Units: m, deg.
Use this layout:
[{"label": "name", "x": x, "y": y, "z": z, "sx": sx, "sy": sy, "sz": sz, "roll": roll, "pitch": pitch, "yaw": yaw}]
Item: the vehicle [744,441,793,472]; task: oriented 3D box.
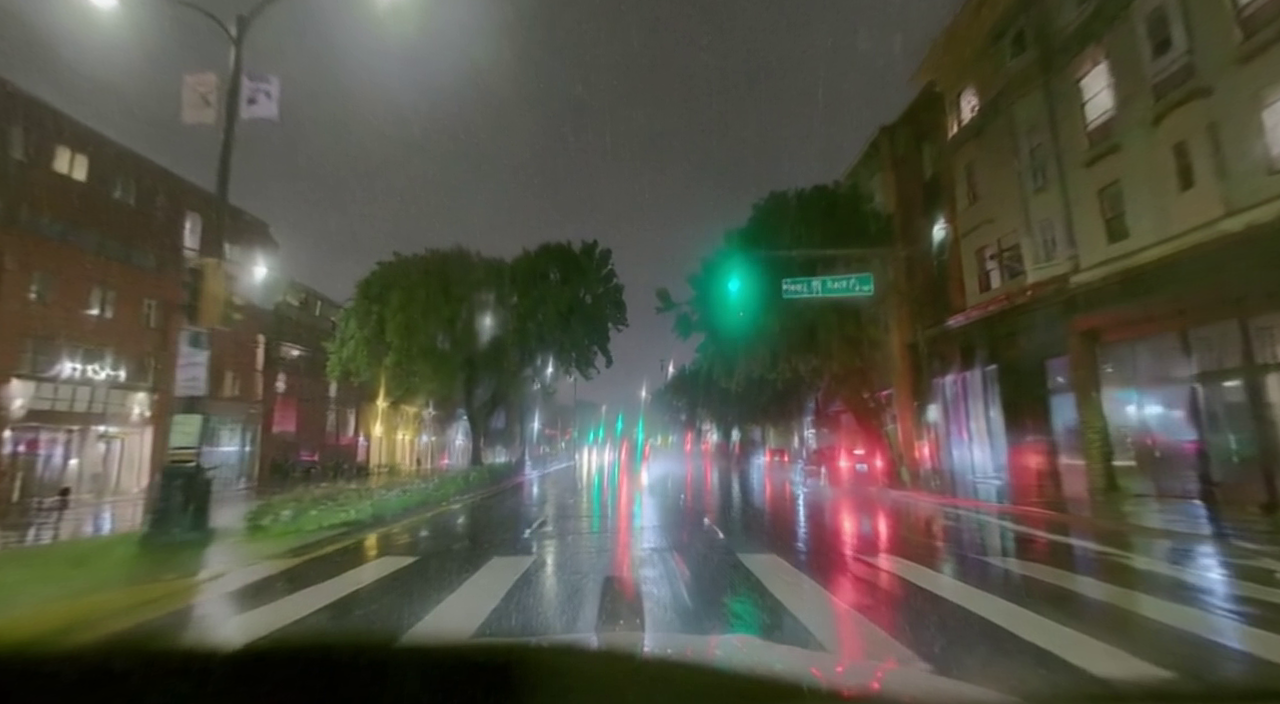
[{"label": "vehicle", "x": 7.044, "y": 5.759, "z": 35.025, "sx": 1.785, "sy": 1.586, "sz": 3.896, "roll": 0, "pitch": -8, "yaw": -1}]

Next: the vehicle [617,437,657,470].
[{"label": "vehicle", "x": -0.229, "y": 5.947, "z": 37.186, "sx": 2.223, "sy": 1.775, "sz": 4.250, "roll": 0, "pitch": -8, "yaw": -2}]

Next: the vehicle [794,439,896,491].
[{"label": "vehicle", "x": 6.886, "y": 3.810, "z": 21.713, "sx": 2.069, "sy": 1.590, "sz": 4.066, "roll": 0, "pitch": -8, "yaw": -1}]
